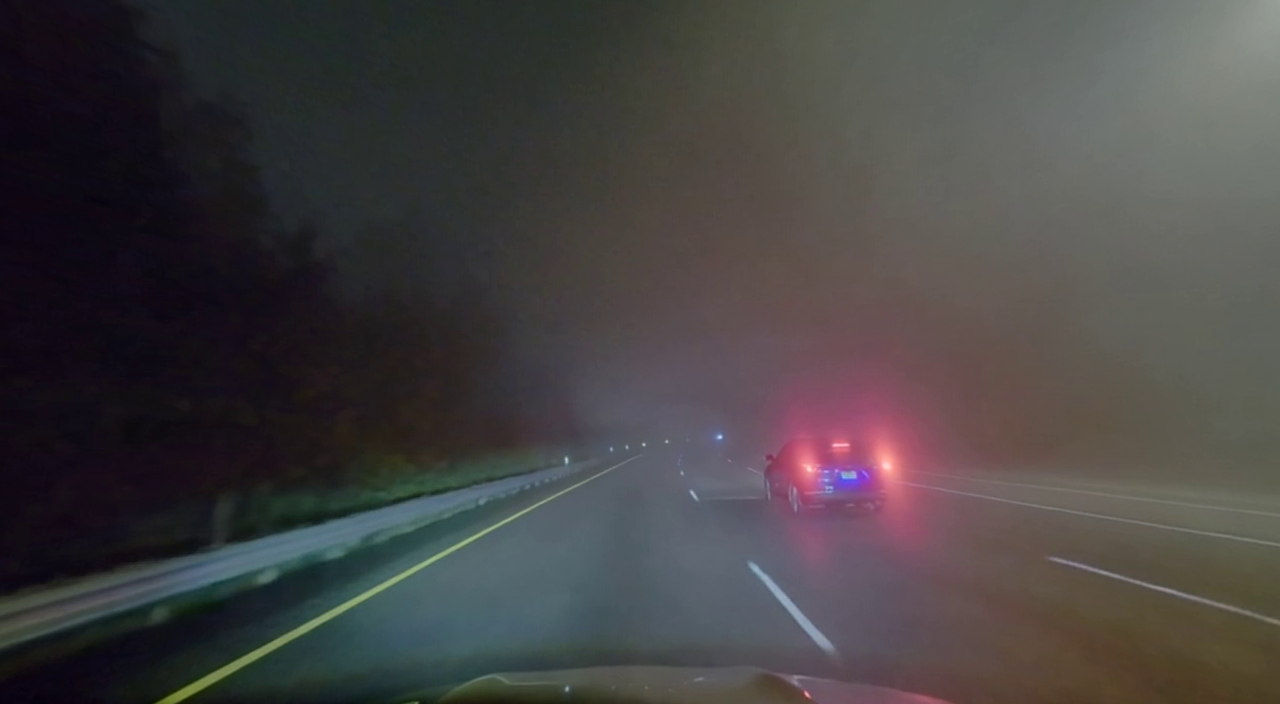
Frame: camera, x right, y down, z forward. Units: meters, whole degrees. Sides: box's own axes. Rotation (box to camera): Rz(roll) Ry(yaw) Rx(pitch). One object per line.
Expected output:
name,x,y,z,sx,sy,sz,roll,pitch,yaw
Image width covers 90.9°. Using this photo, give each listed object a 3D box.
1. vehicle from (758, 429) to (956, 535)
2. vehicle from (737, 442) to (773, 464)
vehicle,3.645,2.268,11.616,2.050,1.546,4.344,0,-8,-1
vehicle,8.216,7.258,45.388,1.924,1.479,4.054,-1,-8,2
